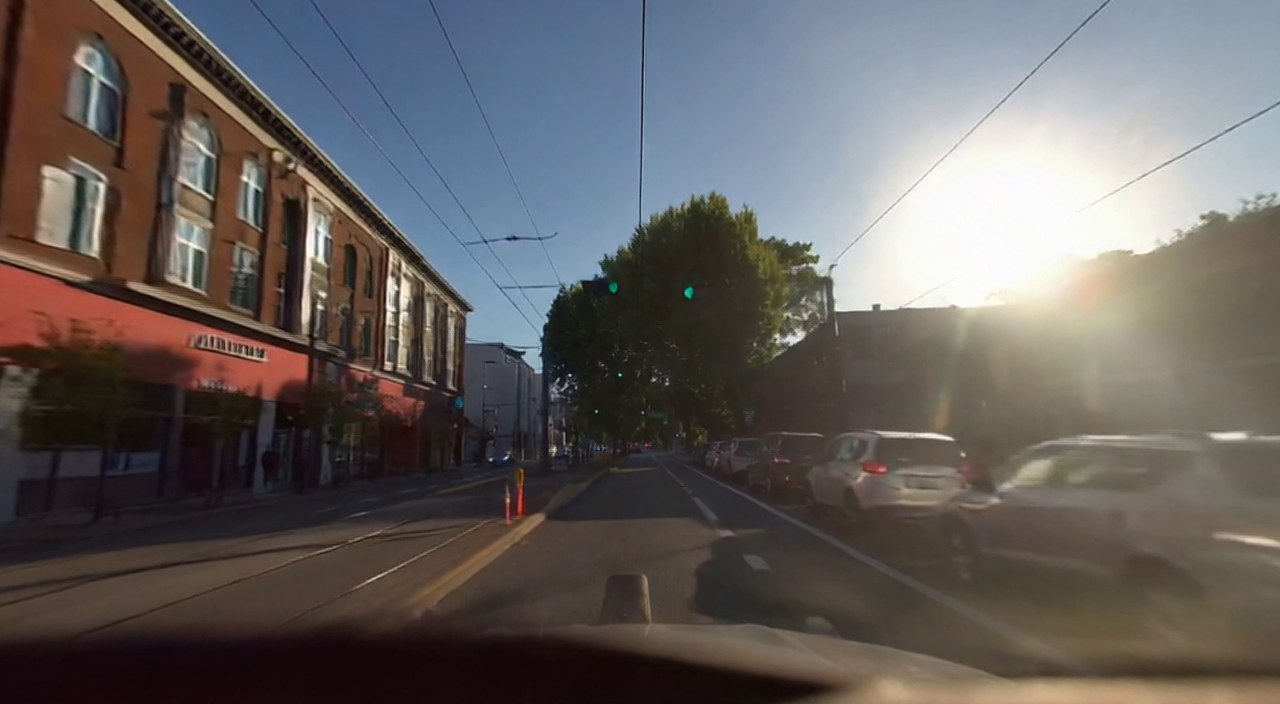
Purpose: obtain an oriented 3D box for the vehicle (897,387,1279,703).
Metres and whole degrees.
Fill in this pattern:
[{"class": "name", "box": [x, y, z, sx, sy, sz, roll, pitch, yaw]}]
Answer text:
[{"class": "vehicle", "box": [3.598, 1.178, 4.639, 1.808, 1.541, 3.644, -1, -8, 0]}]
